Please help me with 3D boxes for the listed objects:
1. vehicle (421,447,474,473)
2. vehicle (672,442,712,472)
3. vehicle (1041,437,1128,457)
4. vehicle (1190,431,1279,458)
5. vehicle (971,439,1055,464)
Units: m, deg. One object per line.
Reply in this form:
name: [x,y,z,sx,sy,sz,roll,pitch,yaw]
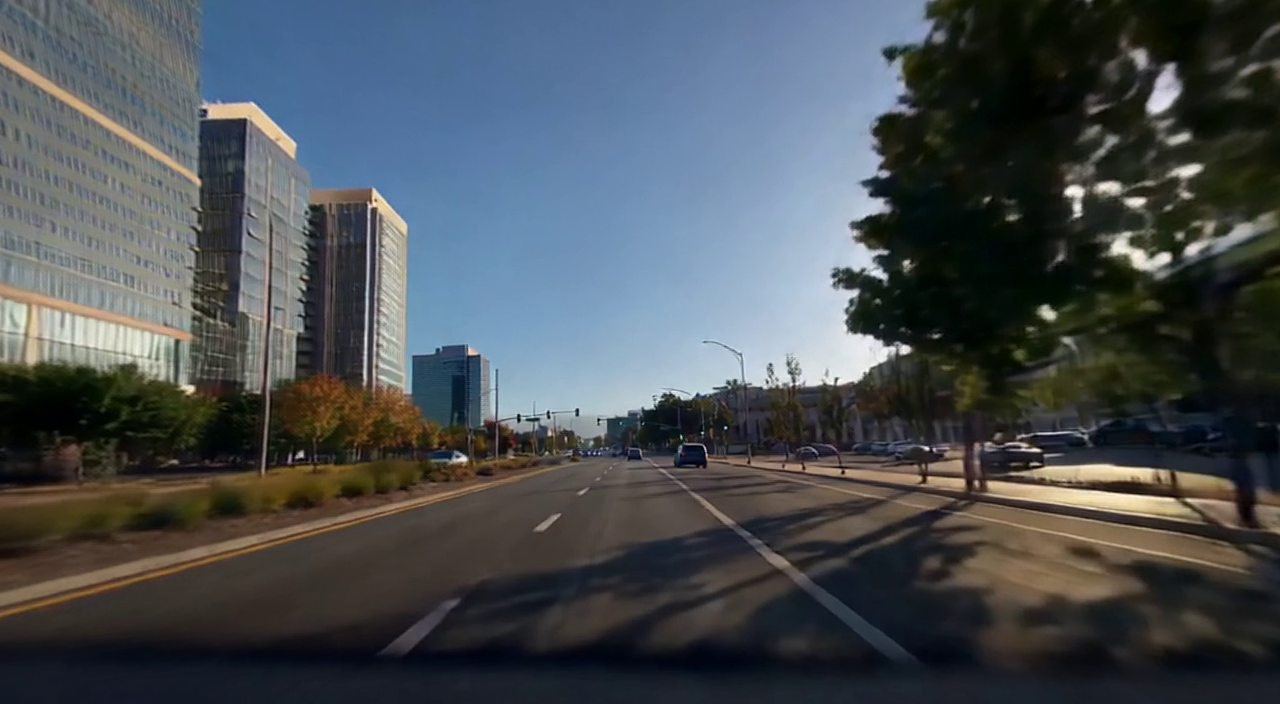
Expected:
vehicle: [-12.768,7.191,42.274,1.975,1.638,4.706,-1,-9,1]
vehicle: [3.218,6.625,40.052,2.069,1.761,4.610,0,-9,-1]
vehicle: [34.487,7.377,49.081,4.993,1.444,2.237,-1,-9,2]
vehicle: [34.377,5.254,35.779,4.468,1.455,1.910,-1,-9,3]
vehicle: [22.915,6.108,38.895,3.845,1.471,2.043,0,-9,-1]
